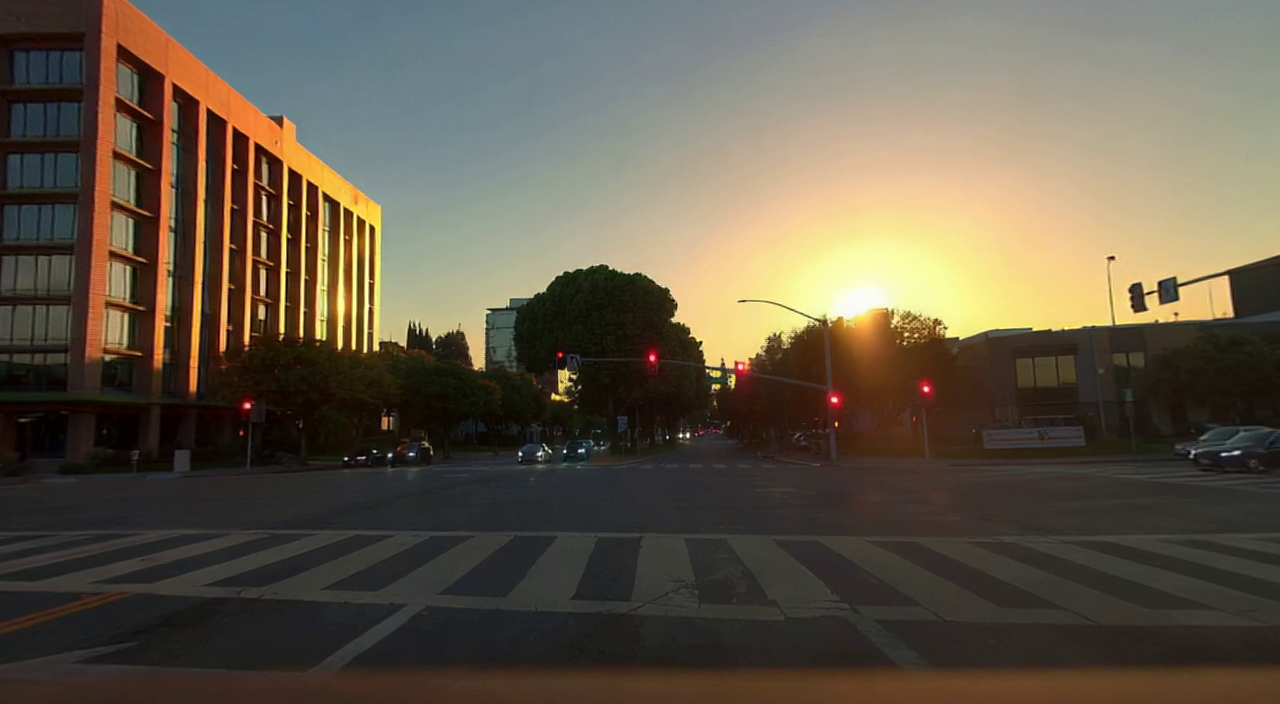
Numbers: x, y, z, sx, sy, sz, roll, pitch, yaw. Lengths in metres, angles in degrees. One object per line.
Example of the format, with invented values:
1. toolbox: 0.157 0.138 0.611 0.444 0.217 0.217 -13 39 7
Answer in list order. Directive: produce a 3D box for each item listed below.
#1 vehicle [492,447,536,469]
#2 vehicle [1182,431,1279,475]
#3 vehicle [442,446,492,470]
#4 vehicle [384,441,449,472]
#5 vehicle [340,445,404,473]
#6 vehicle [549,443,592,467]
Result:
1. vehicle: -8.088 6.824 40.829 1.910 1.288 4.093 -1 -9 1
2. vehicle: 22.315 3.564 22.373 4.474 1.477 1.908 0 -9 -3
3. vehicle: -11.651 7.152 42.820 2.003 1.476 4.297 -1 -9 2
4. vehicle: -15.144 7.127 43.249 2.340 1.946 5.450 -1 -9 1
5. vehicle: -18.555 7.418 44.094 2.237 1.842 5.116 0 -9 0
6. vehicle: -4.510 6.742 41.669 2.109 1.461 4.637 -1 -9 2
